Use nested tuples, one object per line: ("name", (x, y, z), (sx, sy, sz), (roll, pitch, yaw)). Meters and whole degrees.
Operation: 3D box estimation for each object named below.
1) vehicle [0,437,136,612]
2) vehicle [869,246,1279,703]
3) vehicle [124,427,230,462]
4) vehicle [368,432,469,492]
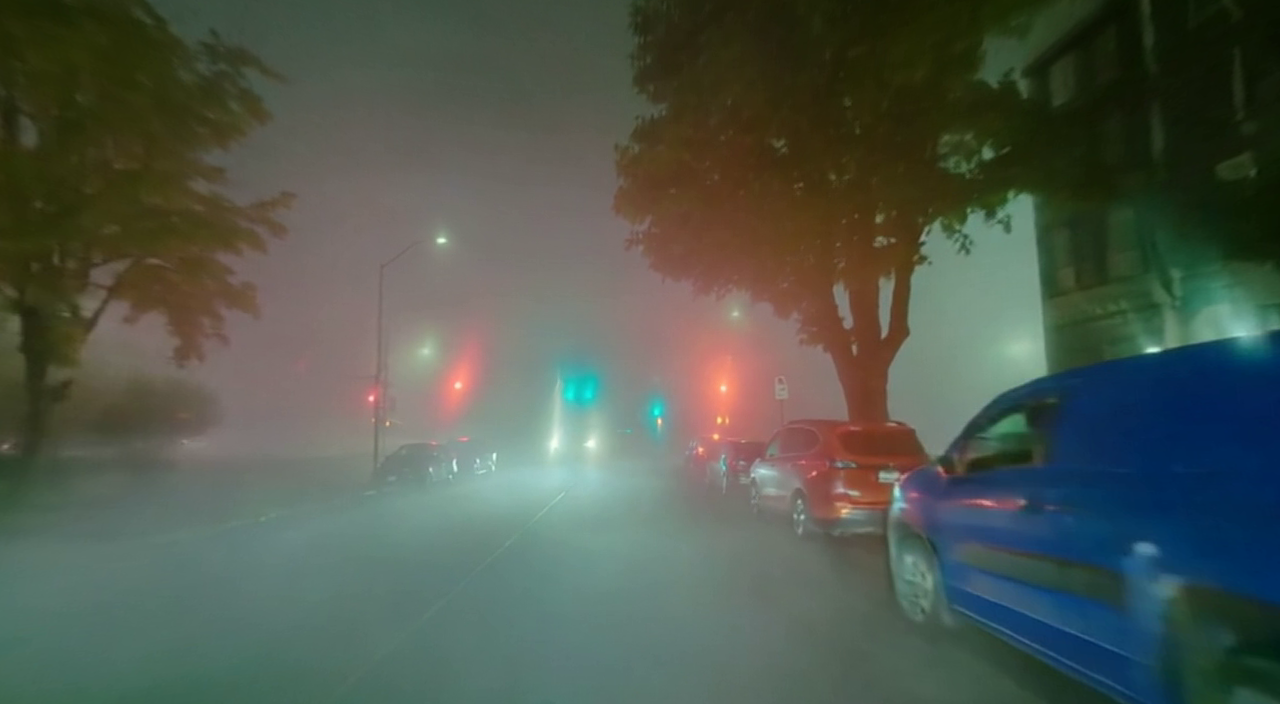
("vehicle", (-6.646, 1.421, 4.586), (2.033, 1.523, 4.867), (-3, -8, -1))
("vehicle", (2.765, 0.760, 2.589), (1.954, 1.845, 4.682), (0, -8, 1))
("vehicle", (-29.016, 5.814, 39.741), (4.704, 2.065, 2.328), (0, -8, -2))
("vehicle", (-7.138, 3.570, 20.854), (1.893, 1.758, 4.019), (0, -8, 0))
